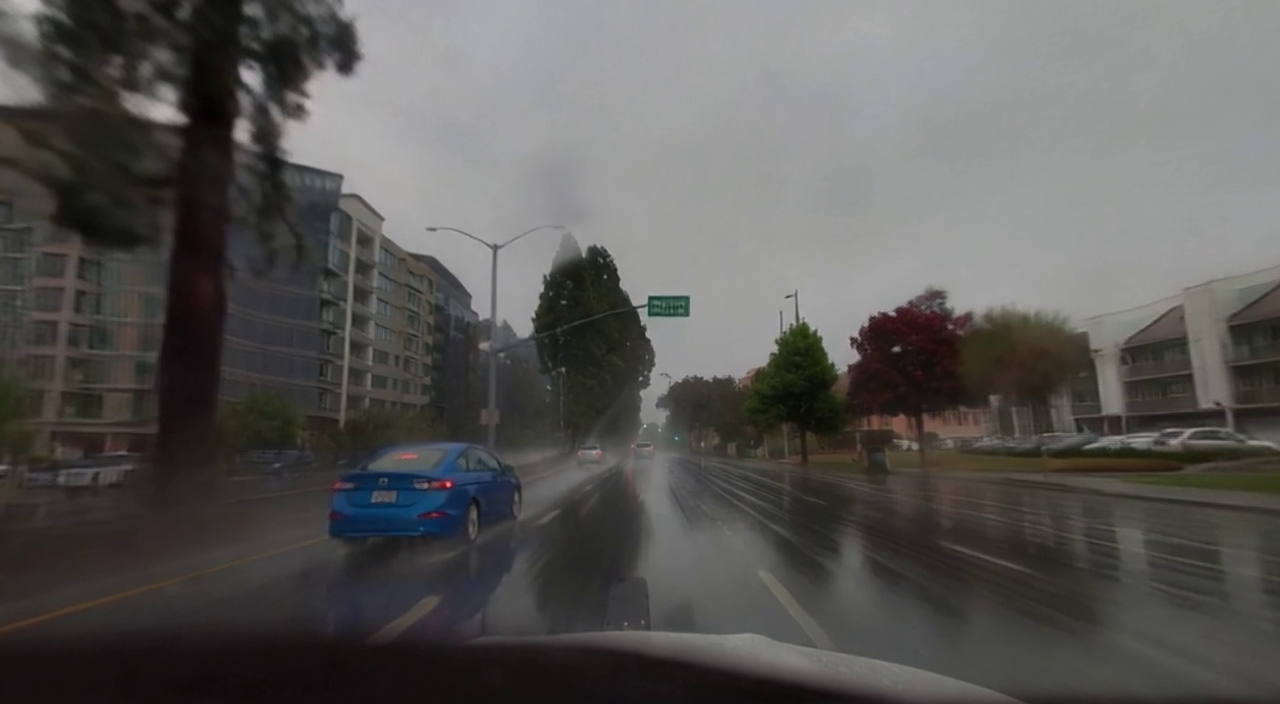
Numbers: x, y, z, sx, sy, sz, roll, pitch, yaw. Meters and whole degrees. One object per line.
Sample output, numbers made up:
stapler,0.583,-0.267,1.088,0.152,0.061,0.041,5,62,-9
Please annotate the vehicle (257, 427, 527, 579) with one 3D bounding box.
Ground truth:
vehicle,-3.141,1.975,9.170,2.009,1.489,4.543,-4,-8,1

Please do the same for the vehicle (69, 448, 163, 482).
vehicle,-34.818,7.489,42.110,2.199,1.962,5.038,-1,-8,-4
